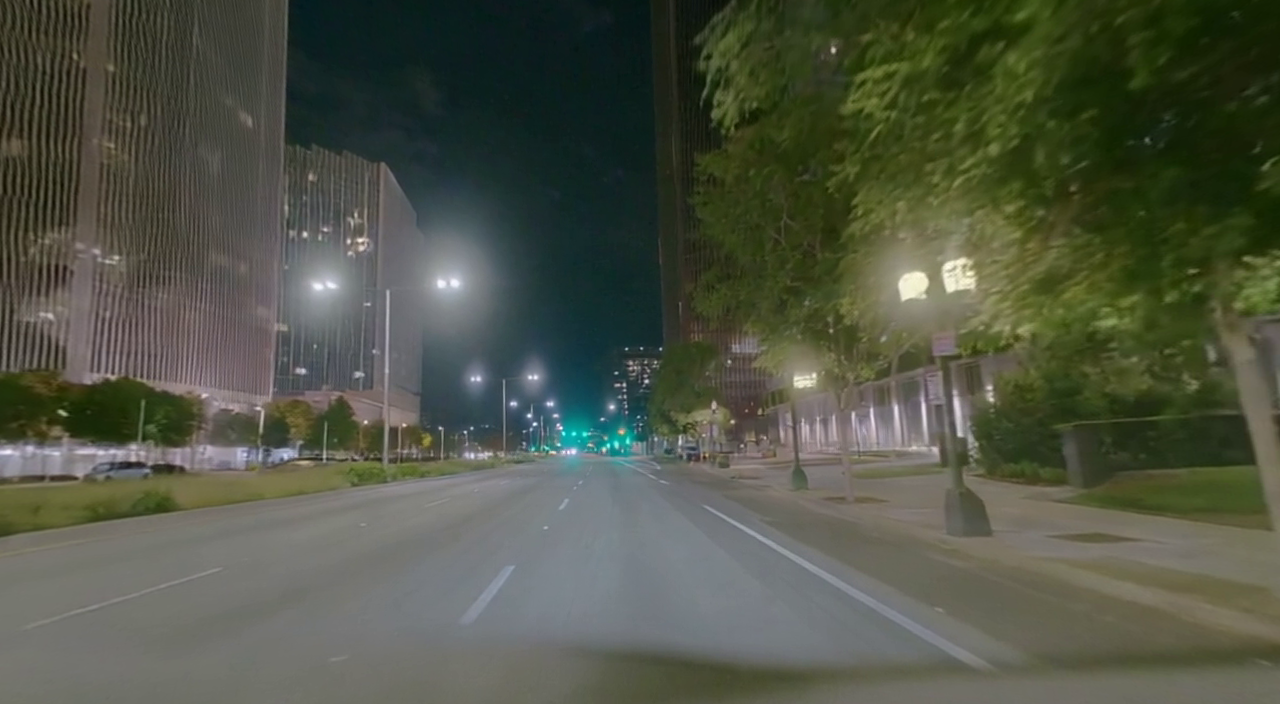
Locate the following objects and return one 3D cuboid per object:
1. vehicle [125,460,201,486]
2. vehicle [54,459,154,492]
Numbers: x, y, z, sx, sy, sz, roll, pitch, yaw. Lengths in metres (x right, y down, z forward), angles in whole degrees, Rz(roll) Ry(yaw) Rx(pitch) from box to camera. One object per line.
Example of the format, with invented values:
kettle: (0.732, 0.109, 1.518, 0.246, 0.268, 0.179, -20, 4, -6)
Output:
vehicle: (-33.681, 8.534, 44.773, 2.034, 1.618, 4.667, 1, -8, -6)
vehicle: (-33.169, 7.600, 39.310, 2.031, 1.789, 5.081, 0, -8, -5)
